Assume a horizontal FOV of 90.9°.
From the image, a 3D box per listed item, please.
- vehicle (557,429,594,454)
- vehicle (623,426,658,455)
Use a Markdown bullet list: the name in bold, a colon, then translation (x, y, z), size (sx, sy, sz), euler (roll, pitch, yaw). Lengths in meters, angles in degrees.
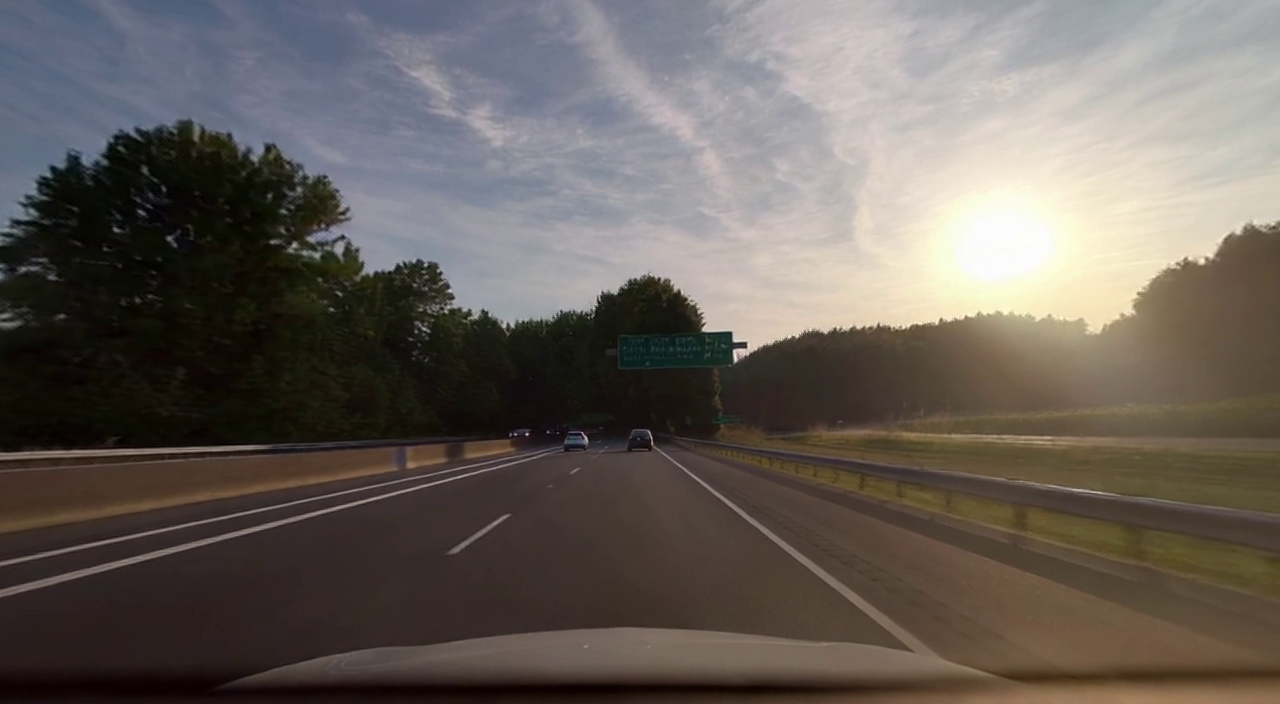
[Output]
- **vehicle**: translation (-4.304, 6.039, 42.705), size (2.055, 1.610, 4.116), euler (0, -8, 0)
- **vehicle**: translation (0.015, 5.826, 41.584), size (2.170, 1.790, 4.490), euler (0, -8, -1)
